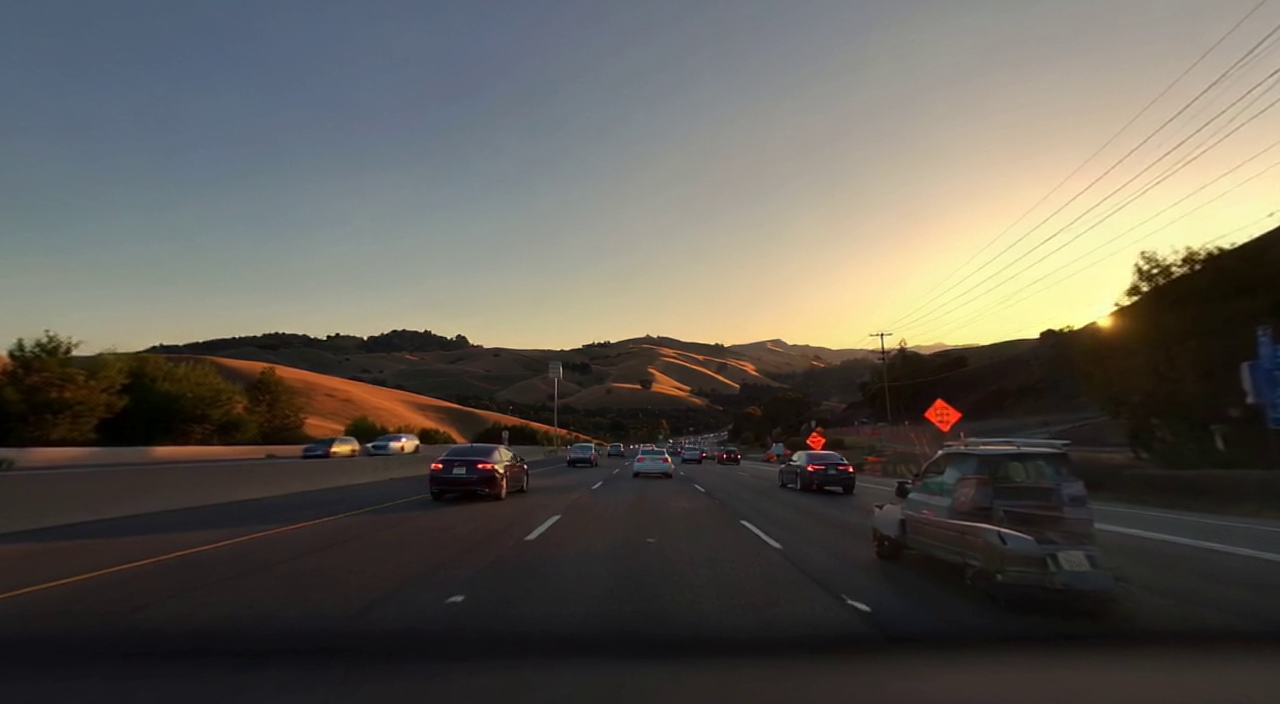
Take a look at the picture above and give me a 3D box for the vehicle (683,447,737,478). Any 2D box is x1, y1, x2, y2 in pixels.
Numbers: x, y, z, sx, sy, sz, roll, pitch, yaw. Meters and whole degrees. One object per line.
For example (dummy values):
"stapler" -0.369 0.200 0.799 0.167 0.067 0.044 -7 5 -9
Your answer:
"vehicle" 3.435 5.506 31.718 2.177 1.453 4.205 0 -9 -1

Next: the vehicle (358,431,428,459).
"vehicle" -15.104 5.751 38.958 2.257 1.591 4.861 -1 -9 1

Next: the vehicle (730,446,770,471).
"vehicle" 8.093 7.869 46.838 2.042 1.684 4.609 0 -9 0

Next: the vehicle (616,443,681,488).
"vehicle" 0.279 4.114 23.187 2.138 1.473 4.392 0 -9 0

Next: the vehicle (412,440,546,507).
"vehicle" -3.834 2.982 15.913 2.232 1.438 4.163 0 -9 1

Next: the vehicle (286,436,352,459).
"vehicle" -21.503 6.423 42.454 1.996 1.473 4.452 -1 -9 2

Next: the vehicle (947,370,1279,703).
"vehicle" 3.835 1.007 3.380 2.018 1.670 4.658 0 -9 0

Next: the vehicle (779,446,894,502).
"vehicle" 5.690 3.553 18.862 1.867 1.465 4.093 0 -9 -4

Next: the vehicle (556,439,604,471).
"vehicle" -3.360 5.859 36.144 2.234 1.675 4.527 -1 -9 1
